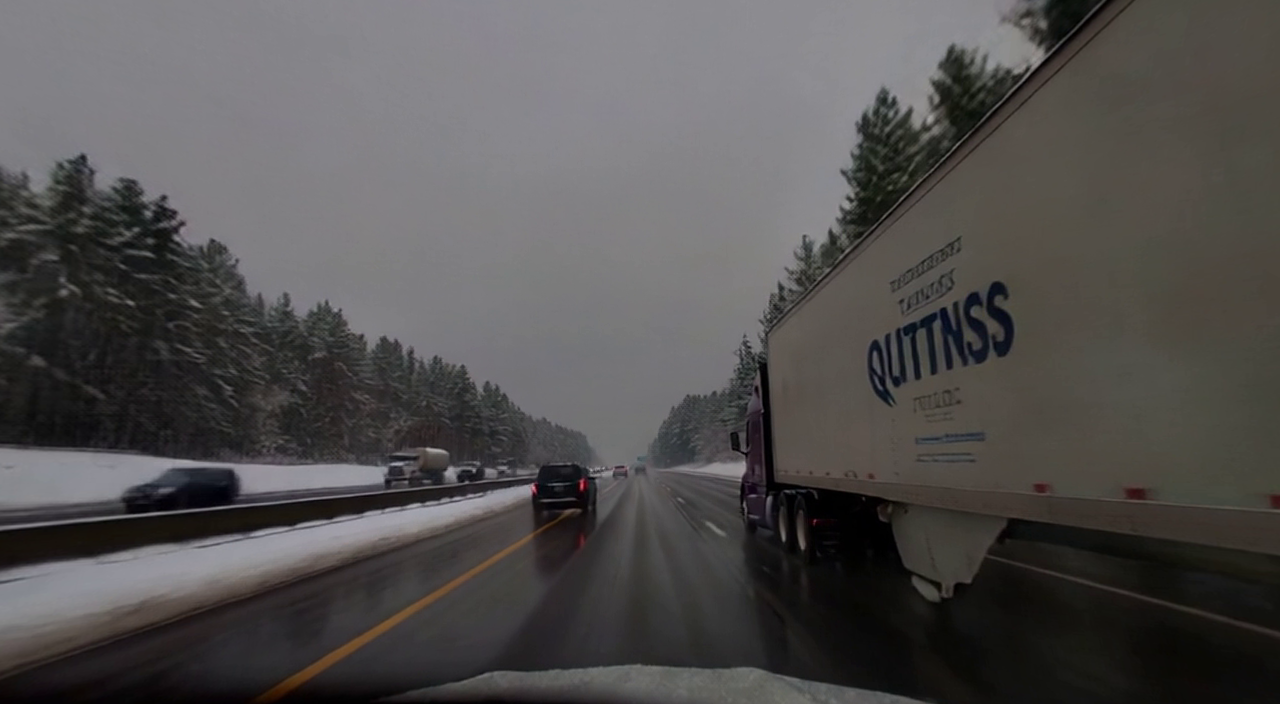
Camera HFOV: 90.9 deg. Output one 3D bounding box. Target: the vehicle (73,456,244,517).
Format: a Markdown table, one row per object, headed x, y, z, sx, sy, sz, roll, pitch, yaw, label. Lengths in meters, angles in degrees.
| x | y | z | sx | sy | sz | roll | pitch | yaw | label |
| --- | --- | --- | --- | --- | --- | --- | --- | --- | --- |
| -16.213 | 4.553 | 21.658 | 2.045 | 1.809 | 4.762 | 1 | -10 | 0 | vehicle |

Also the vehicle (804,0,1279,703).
| x | y | z | sx | sy | sz | roll | pitch | yaw | label |
| --- | --- | --- | --- | --- | --- | --- | --- | --- | --- |
| 3.833 | 0.097 | 3.299 | 2.871 | 4.032 | 10.642 | 1 | -10 | -1 | vehicle |

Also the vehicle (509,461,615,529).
| x | y | z | sx | sy | sz | roll | pitch | yaw | label |
| --- | --- | --- | --- | --- | --- | --- | --- | --- | --- |
| -1.734 | 3.392 | 15.346 | 2.032 | 1.407 | 3.641 | 0 | -10 | 1 | vehicle |
